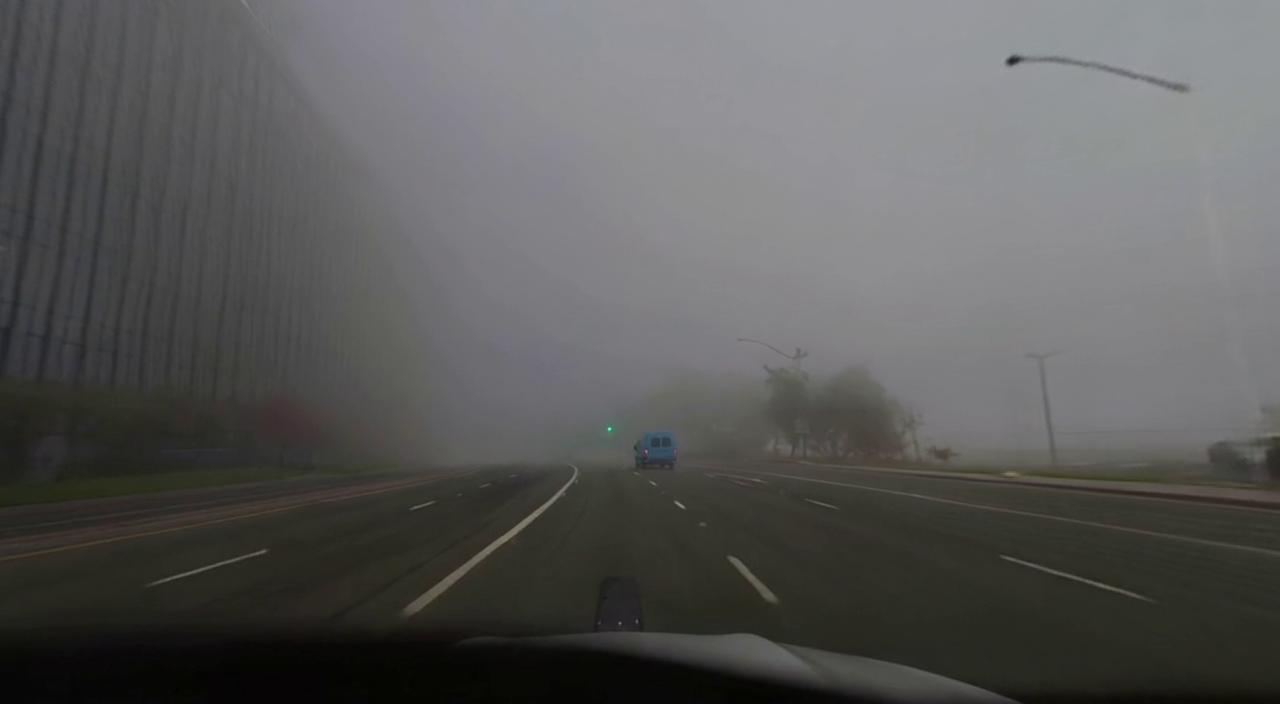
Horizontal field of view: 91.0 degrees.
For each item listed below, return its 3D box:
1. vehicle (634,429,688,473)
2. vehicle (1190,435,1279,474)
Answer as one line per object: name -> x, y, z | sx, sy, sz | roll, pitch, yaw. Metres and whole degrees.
vehicle -> 1.085, 5.559, 35.524 | 2.339, 2.244, 4.817 | 0, -8, -7
vehicle -> 25.028, 4.130, 25.592 | 3.554, 1.382, 1.723 | -3, -8, 1
